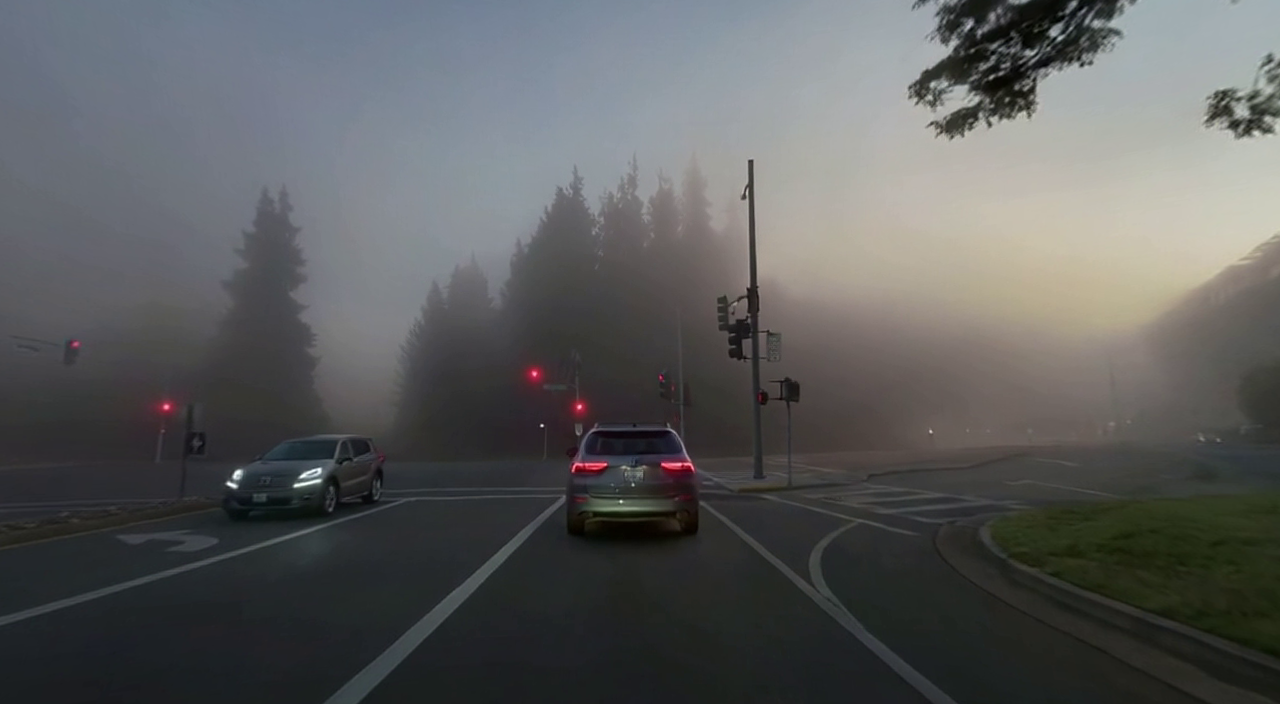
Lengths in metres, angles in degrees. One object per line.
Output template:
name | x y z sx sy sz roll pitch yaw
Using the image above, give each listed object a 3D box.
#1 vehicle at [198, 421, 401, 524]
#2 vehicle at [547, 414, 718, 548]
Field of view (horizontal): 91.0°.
vehicle | -6.498 2.336 12.680 2.020 1.695 4.187 1 -9 -5
vehicle | -0.237 1.940 10.097 2.154 1.670 4.140 0 -9 -4
